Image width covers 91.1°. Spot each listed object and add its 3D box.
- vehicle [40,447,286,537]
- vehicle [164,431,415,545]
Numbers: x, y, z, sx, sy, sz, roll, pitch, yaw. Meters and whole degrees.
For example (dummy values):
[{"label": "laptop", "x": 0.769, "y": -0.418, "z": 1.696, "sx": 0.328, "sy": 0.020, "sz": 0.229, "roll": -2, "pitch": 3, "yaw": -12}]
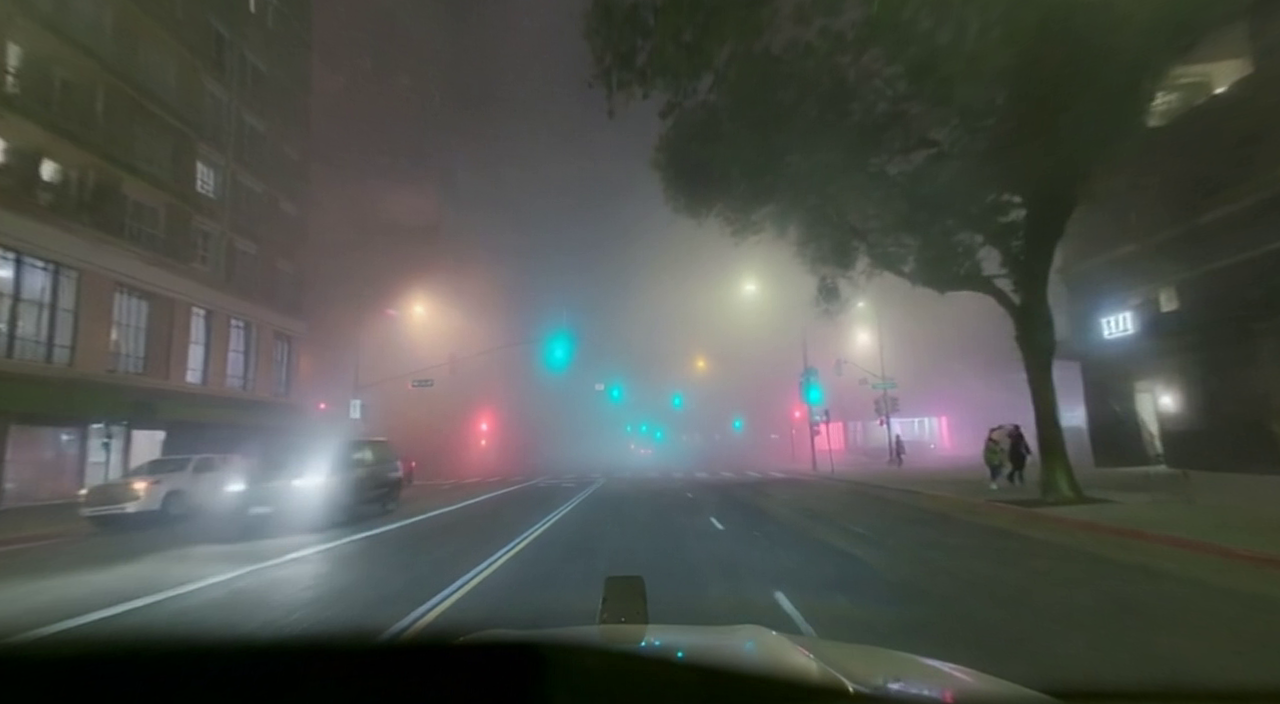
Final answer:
[{"label": "vehicle", "x": -12.256, "y": 3.557, "z": 16.862, "sx": 2.126, "sy": 1.963, "sz": 5.547, "roll": 0, "pitch": -9, "yaw": 2}, {"label": "vehicle", "x": -6.103, "y": 2.389, "z": 11.742, "sx": 2.128, "sy": 1.704, "sz": 4.343, "roll": 0, "pitch": -9, "yaw": 1}]
